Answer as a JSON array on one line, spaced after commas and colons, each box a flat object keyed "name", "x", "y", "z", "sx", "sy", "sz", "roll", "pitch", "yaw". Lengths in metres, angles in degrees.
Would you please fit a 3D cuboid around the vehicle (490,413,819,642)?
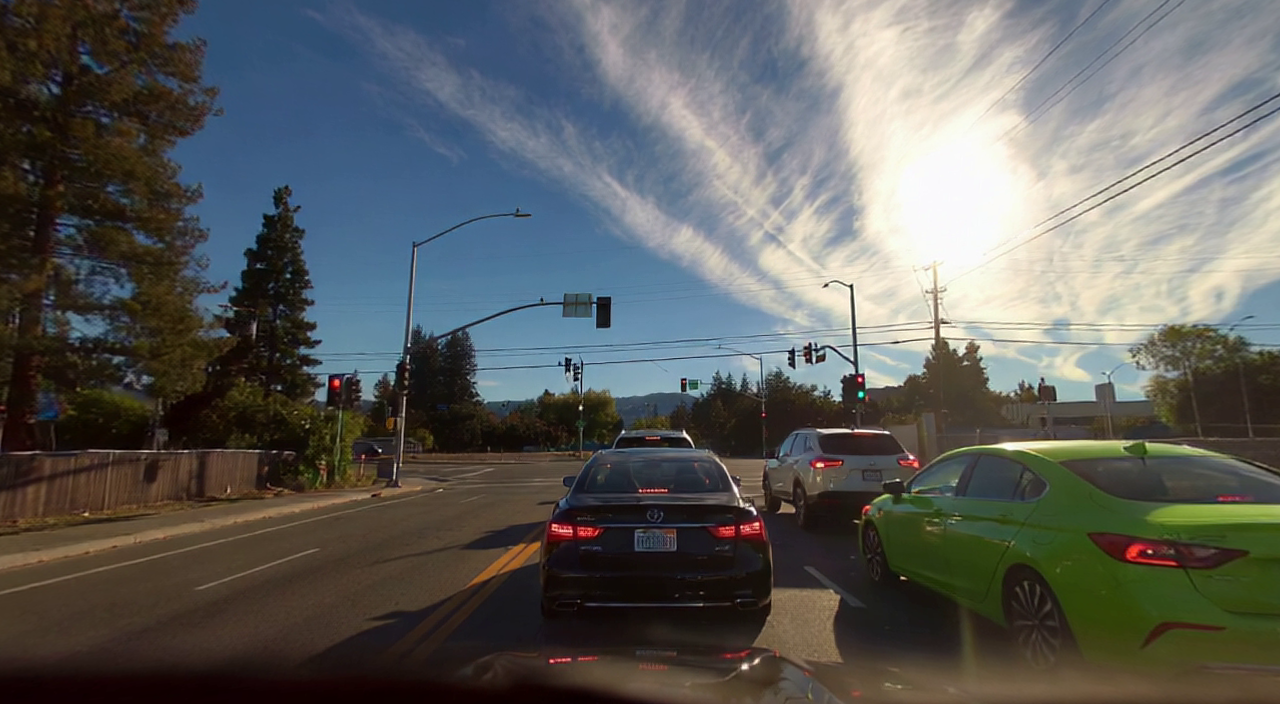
[{"name": "vehicle", "x": 0.067, "y": 1.485, "z": 6.427, "sx": 2.170, "sy": 1.497, "sz": 4.369, "roll": 0, "pitch": -8, "yaw": -1}]

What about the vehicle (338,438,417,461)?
[{"name": "vehicle", "x": -17.233, "y": 6.404, "z": 41.461, "sx": 4.406, "sy": 1.458, "sz": 1.892, "roll": -1, "pitch": -8, "yaw": 7}]

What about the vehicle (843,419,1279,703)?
[{"name": "vehicle", "x": 3.086, "y": 1.247, "z": 4.138, "sx": 2.027, "sy": 1.432, "sz": 4.431, "roll": 0, "pitch": -8, "yaw": 0}]
